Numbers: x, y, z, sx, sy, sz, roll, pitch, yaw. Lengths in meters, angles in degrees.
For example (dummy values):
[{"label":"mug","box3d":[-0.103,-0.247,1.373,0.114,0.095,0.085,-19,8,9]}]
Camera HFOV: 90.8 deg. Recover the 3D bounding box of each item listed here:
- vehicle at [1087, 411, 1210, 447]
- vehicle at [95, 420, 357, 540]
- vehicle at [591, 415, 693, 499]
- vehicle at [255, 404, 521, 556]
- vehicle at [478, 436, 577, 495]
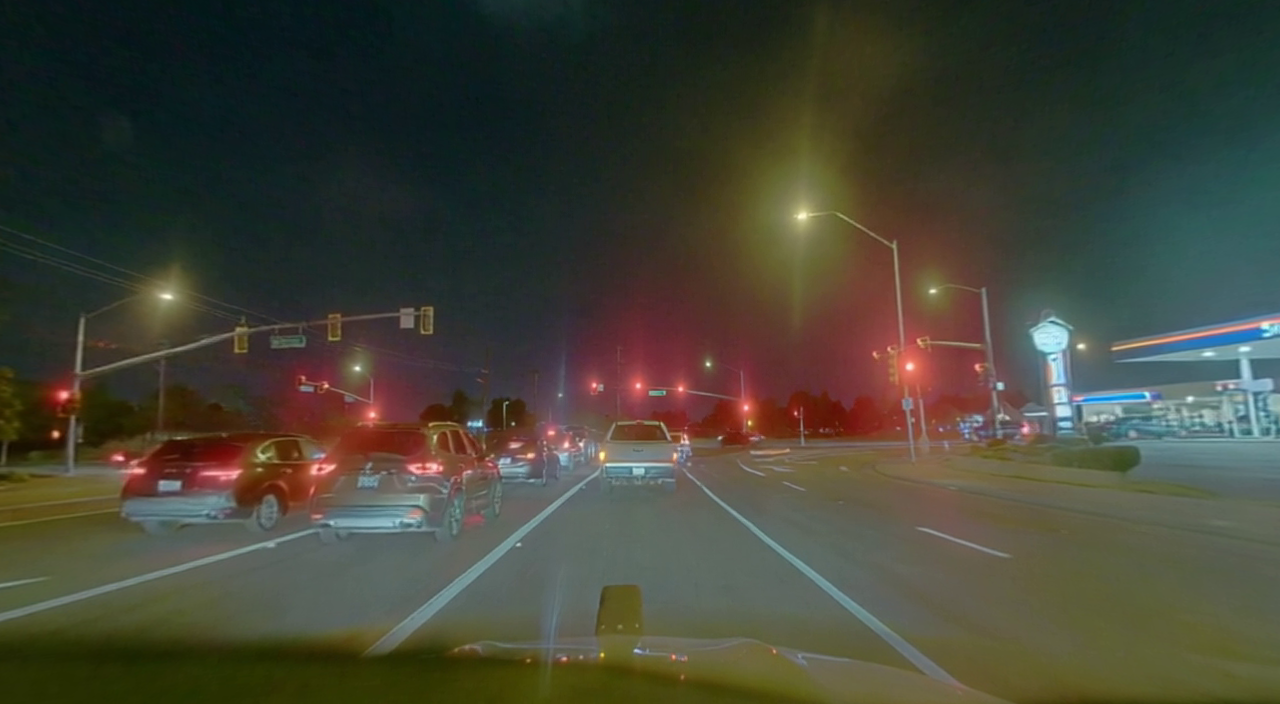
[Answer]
[{"label":"vehicle","box3d":[32.010,4.875,39.901,5.782,1.950,2.225,-2,-7,-1]},{"label":"vehicle","box3d":[-6.417,2.000,10.408,1.790,1.605,3.696,0,-9,0]},{"label":"vehicle","box3d":[0.053,2.654,16.314,2.224,1.819,5.005,0,-8,0]},{"label":"vehicle","box3d":[-3.279,1.773,9.379,2.096,1.718,4.266,0,-8,1]},{"label":"vehicle","box3d":[-2.971,3.092,17.589,1.881,1.424,4.098,0,-8,2]}]
